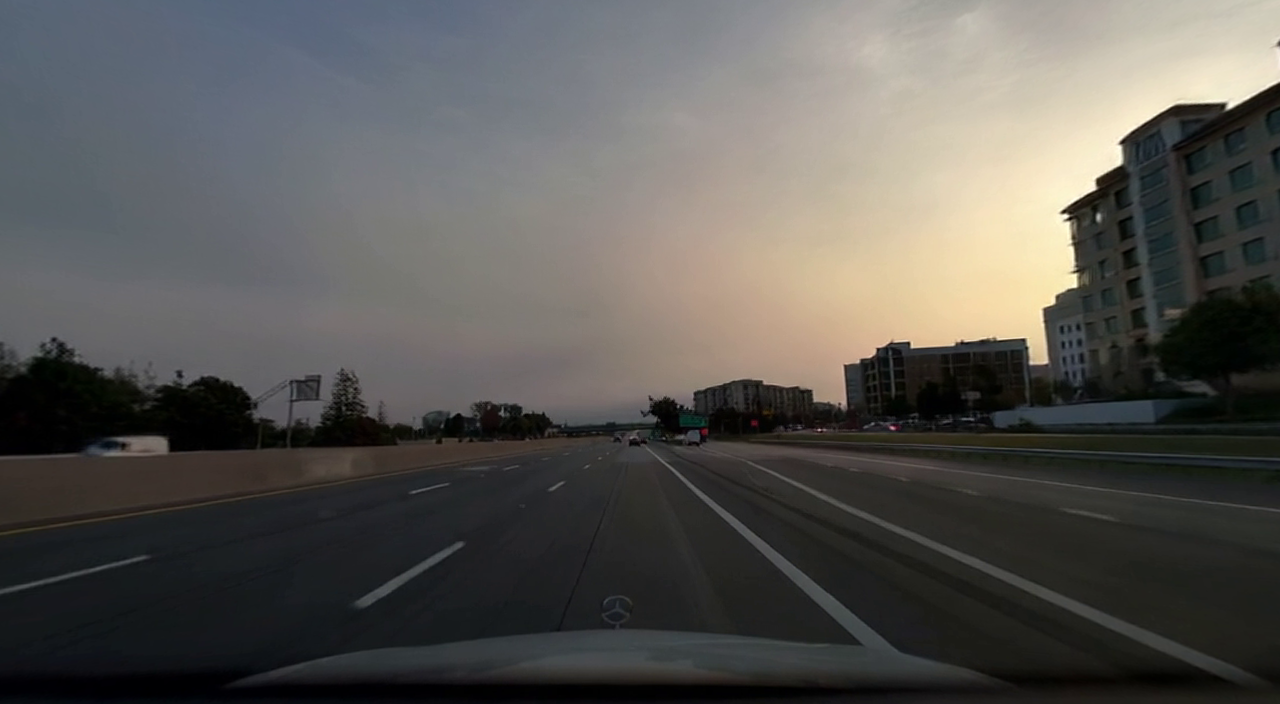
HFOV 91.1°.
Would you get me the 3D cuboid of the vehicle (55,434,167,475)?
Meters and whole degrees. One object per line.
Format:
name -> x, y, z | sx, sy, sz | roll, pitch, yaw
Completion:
vehicle -> -38.438, 7.437, 45.984 | 2.397, 2.758, 6.485 | 0, -8, 1
